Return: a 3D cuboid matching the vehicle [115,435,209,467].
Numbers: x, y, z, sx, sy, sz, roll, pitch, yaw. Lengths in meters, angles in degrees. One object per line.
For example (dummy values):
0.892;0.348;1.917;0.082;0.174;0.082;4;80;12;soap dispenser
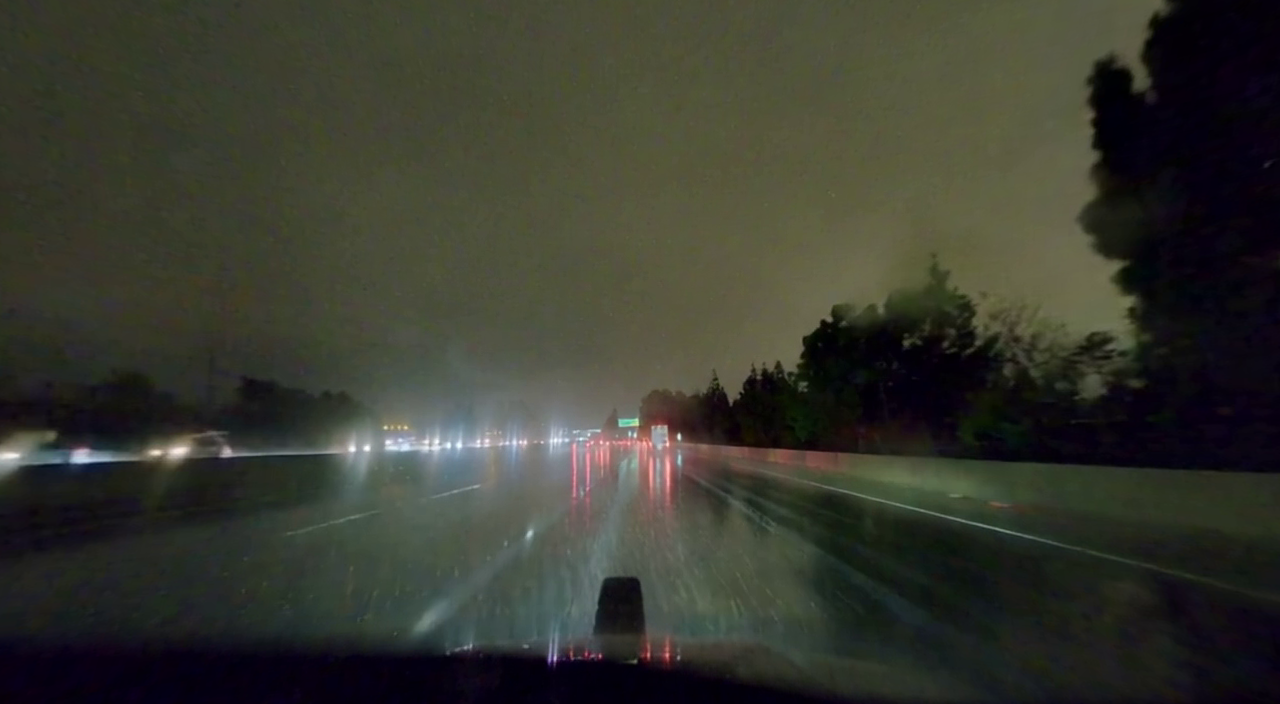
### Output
-27.877;5.778;37.043;1.953;1.700;4.559;0;-8;0;vehicle
